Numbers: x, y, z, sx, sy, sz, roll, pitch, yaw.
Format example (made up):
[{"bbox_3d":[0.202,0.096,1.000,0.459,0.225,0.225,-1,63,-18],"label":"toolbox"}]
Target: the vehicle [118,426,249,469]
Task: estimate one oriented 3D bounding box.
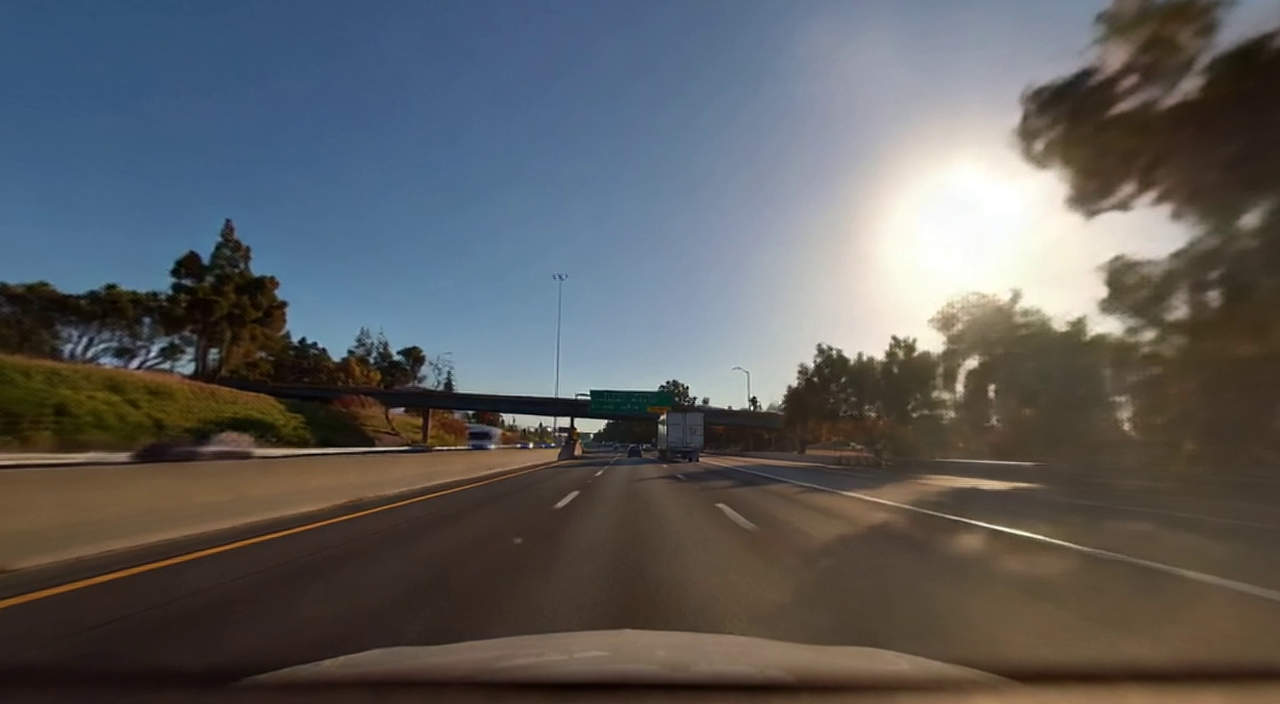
[{"bbox_3d":[-18.132,3.842,25.356,1.888,1.570,4.568,0,-9,-1],"label":"vehicle"}]
